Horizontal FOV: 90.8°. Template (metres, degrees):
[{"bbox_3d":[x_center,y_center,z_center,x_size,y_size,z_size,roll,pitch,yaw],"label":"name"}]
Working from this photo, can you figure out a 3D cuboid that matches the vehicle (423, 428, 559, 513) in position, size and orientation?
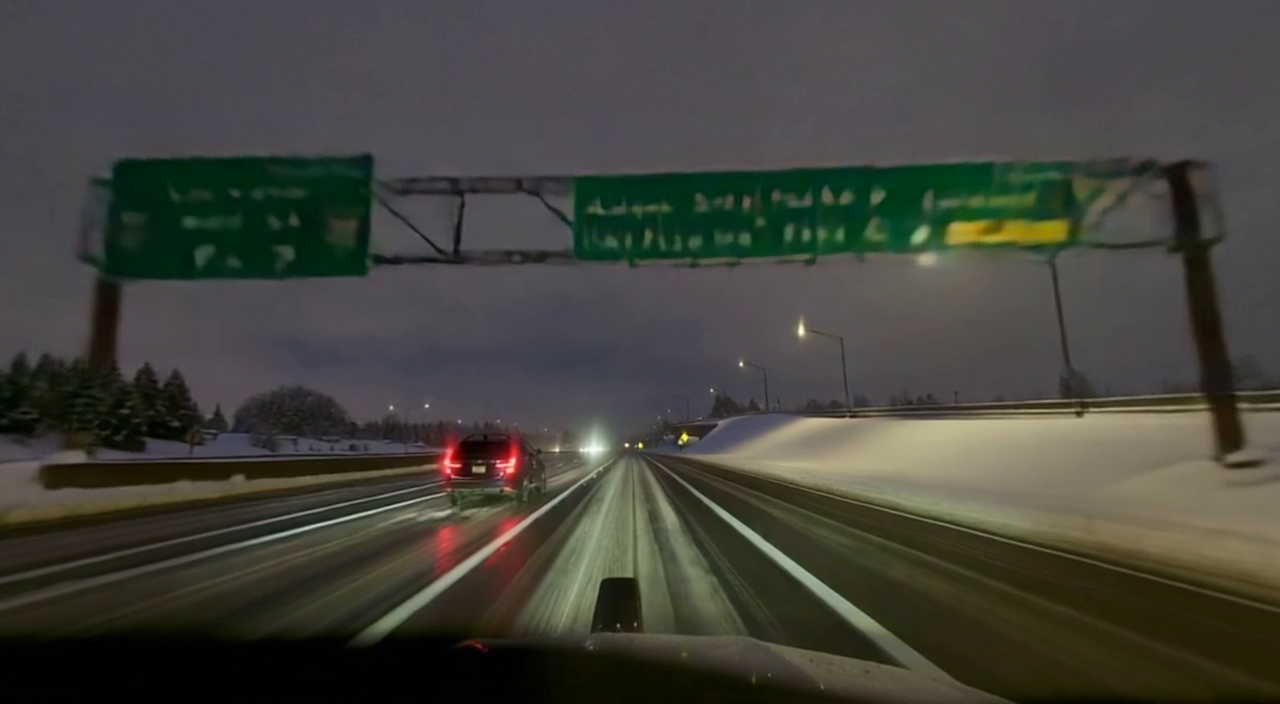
[{"bbox_3d":[-3.292,2.711,14.976,2.178,1.699,4.321,0,-8,-1],"label":"vehicle"}]
